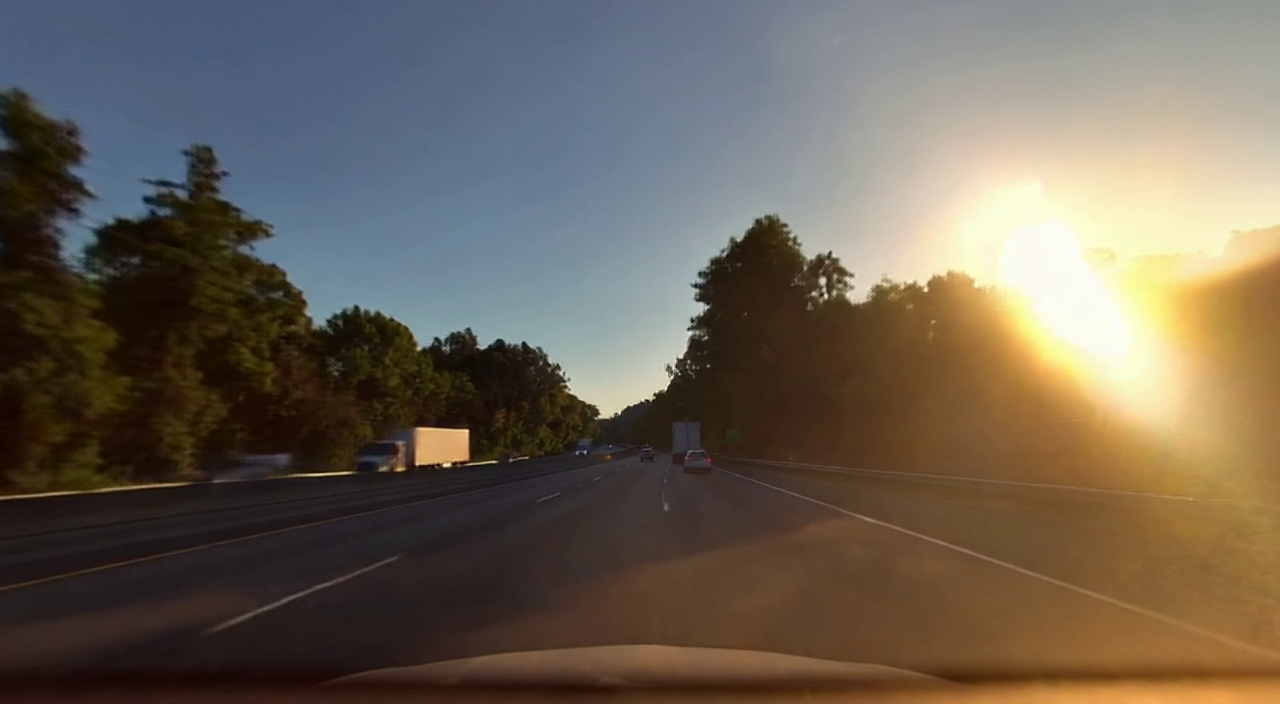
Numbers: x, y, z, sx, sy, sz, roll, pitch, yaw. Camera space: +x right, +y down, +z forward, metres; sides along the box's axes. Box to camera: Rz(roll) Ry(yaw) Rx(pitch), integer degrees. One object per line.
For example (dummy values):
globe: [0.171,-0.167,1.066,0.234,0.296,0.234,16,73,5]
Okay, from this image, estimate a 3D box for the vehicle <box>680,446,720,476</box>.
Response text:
vehicle: [3.486,6.414,37.400,2.096,1.653,4.185,0,-9,2]

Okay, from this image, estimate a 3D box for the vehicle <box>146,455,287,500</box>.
vehicle: [-16.144,4.770,24.339,2.397,1.546,4.216,0,-9,2]

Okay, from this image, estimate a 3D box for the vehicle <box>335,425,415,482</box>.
vehicle: [-19.285,7.436,46.368,3.014,3.887,5.930,0,-9,2]
